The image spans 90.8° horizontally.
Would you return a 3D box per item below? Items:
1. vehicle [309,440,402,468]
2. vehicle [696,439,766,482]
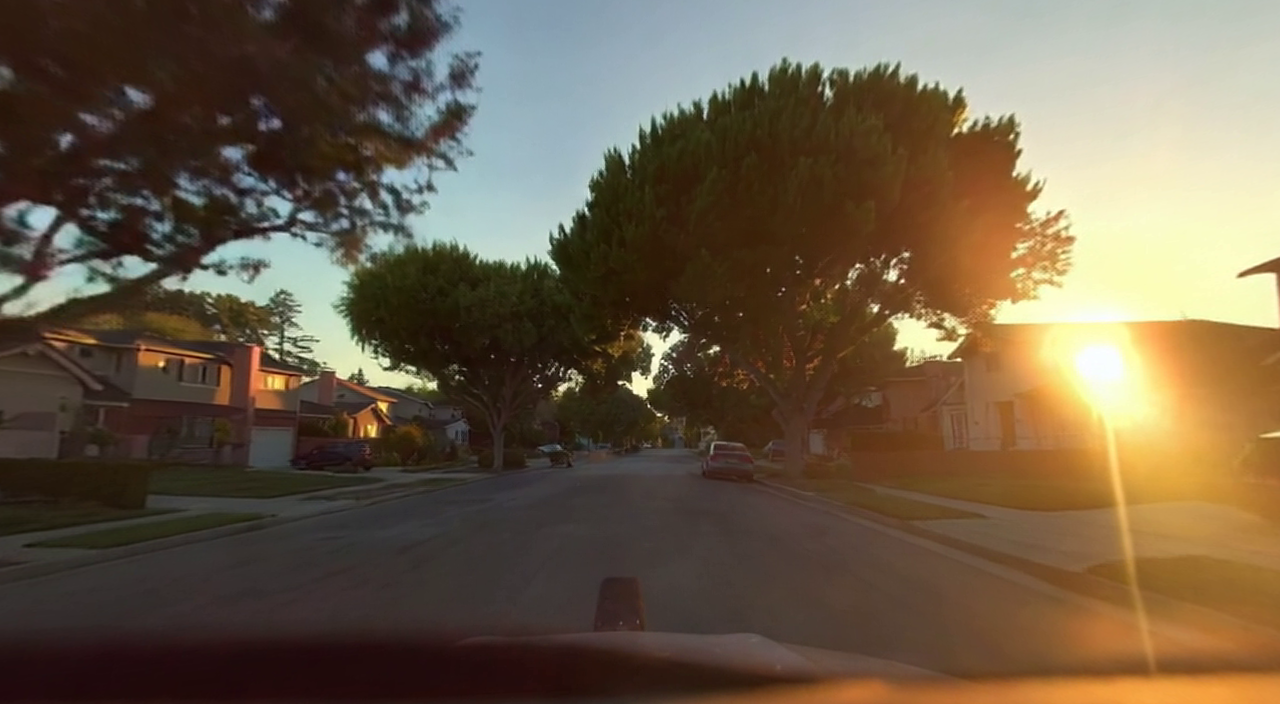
[{"bbox_3d":[-17.115,6.166,38.170,4.607,1.573,2.058,0,-8,-5],"label":"vehicle"},{"bbox_3d":[3.668,4.489,26.445,2.136,1.596,4.790,0,-9,-1],"label":"vehicle"}]
